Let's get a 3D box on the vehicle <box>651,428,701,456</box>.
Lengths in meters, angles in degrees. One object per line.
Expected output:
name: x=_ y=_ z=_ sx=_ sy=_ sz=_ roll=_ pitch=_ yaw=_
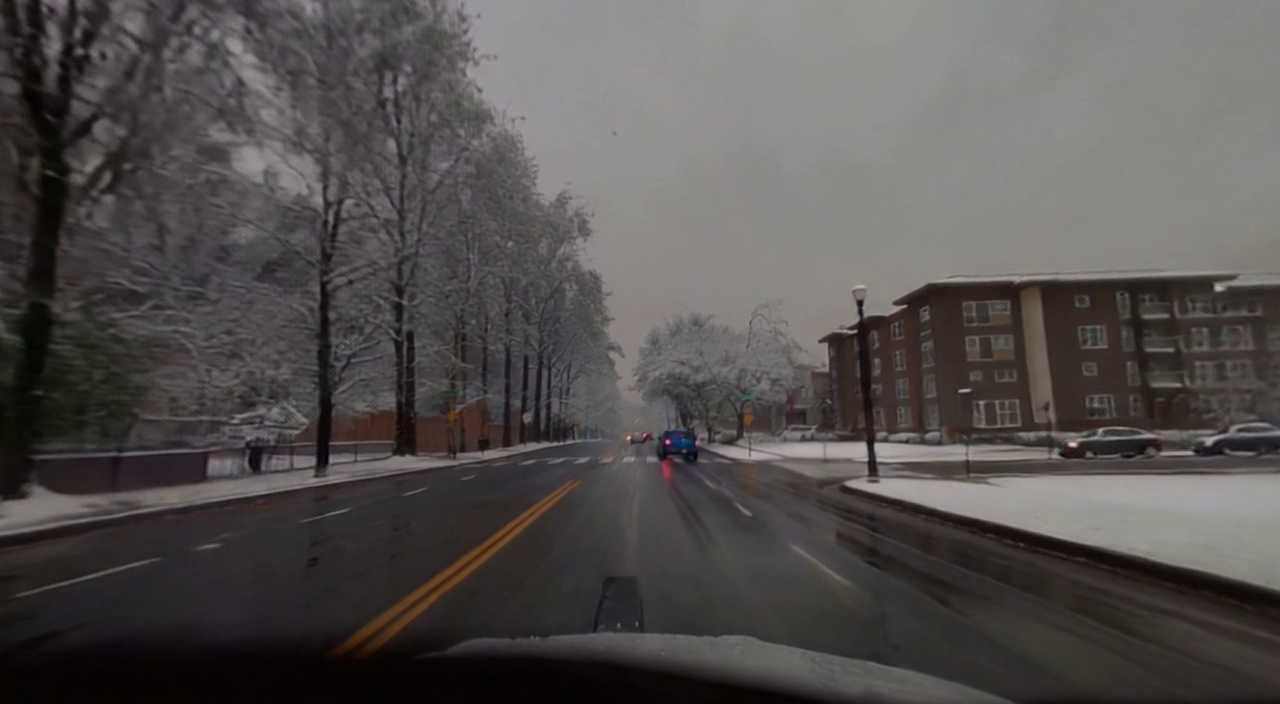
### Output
vehicle: x=2.220 y=5.655 z=39.668 sx=1.981 sy=1.703 sz=3.691 roll=2 pitch=-8 yaw=-17

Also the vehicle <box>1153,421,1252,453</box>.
vehicle: x=33.857 y=5.106 z=38.038 sx=1.887 sy=1.808 sz=4.443 roll=-1 pitch=-7 yaw=1

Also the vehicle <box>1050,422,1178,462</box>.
vehicle: x=23.957 y=4.571 z=31.979 sx=4.676 sy=1.775 sz=2.085 roll=-2 pitch=-8 yaw=2
